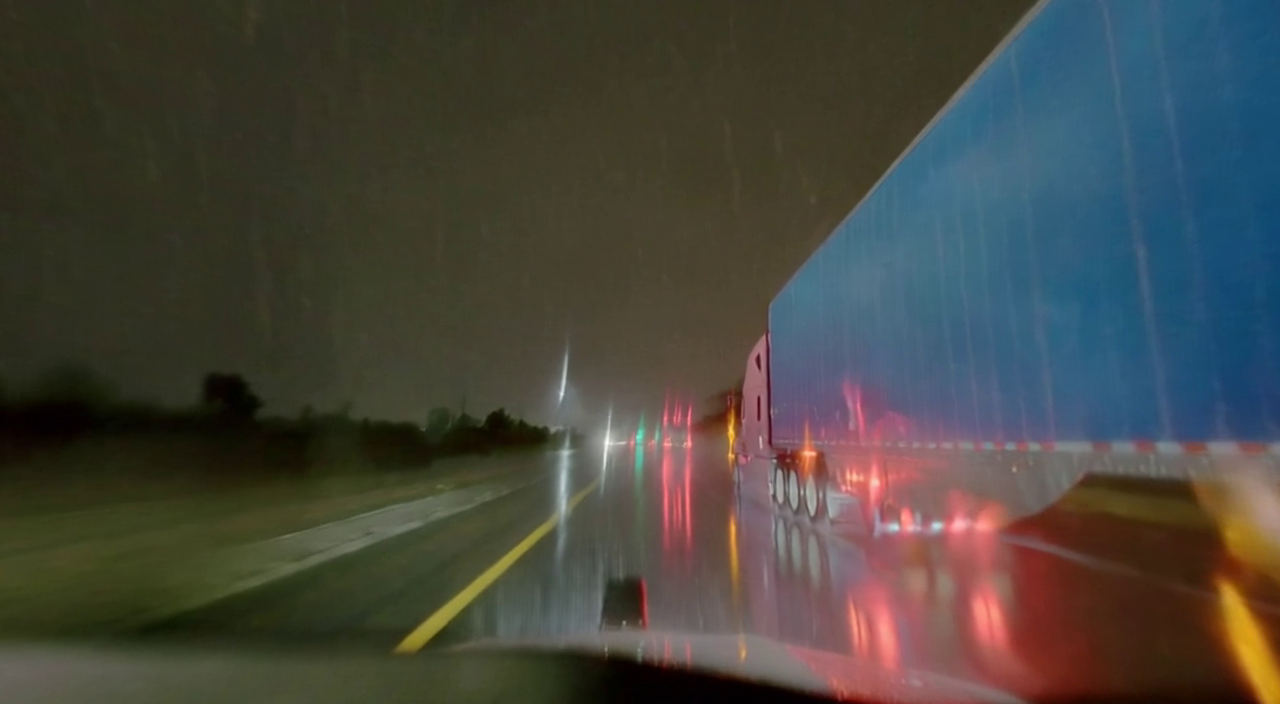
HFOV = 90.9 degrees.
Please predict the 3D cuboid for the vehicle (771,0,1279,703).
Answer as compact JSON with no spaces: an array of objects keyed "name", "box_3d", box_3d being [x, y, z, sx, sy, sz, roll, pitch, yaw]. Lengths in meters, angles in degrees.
[{"name":"vehicle","box_3d":[4.065,-0.055,3.714,2.976,4.114,16.788,0,-8,0]}]
